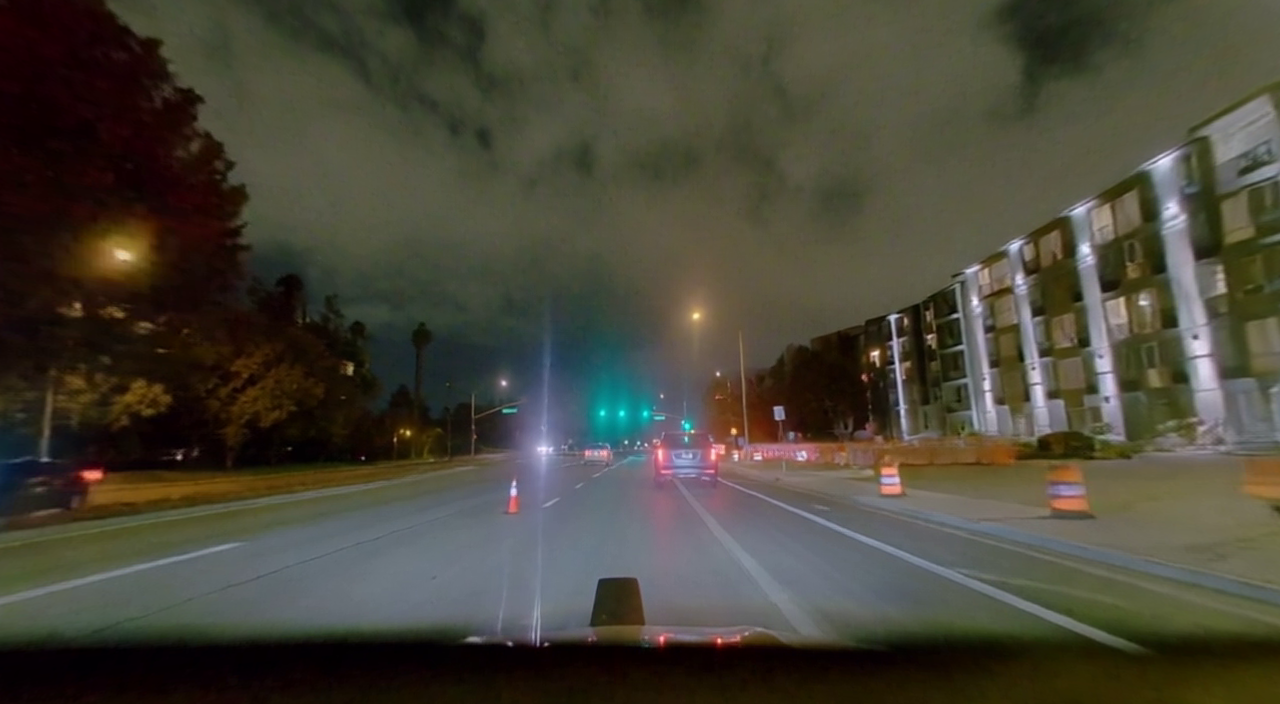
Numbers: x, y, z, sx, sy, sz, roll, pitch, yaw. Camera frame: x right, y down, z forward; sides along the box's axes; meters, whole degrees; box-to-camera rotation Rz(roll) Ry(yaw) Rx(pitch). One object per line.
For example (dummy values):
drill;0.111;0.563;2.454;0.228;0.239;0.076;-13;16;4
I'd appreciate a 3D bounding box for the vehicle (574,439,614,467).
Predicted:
vehicle;-2.855;6.328;39.739;2.121;1.654;3.993;0;-8;1

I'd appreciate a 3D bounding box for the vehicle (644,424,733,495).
vehicle;1.273;3.105;18.602;2.197;1.835;4.316;0;-8;-1

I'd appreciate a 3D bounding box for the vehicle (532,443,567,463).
vehicle;-6.906;7.738;48.584;1.928;1.488;4.635;0;-8;2
